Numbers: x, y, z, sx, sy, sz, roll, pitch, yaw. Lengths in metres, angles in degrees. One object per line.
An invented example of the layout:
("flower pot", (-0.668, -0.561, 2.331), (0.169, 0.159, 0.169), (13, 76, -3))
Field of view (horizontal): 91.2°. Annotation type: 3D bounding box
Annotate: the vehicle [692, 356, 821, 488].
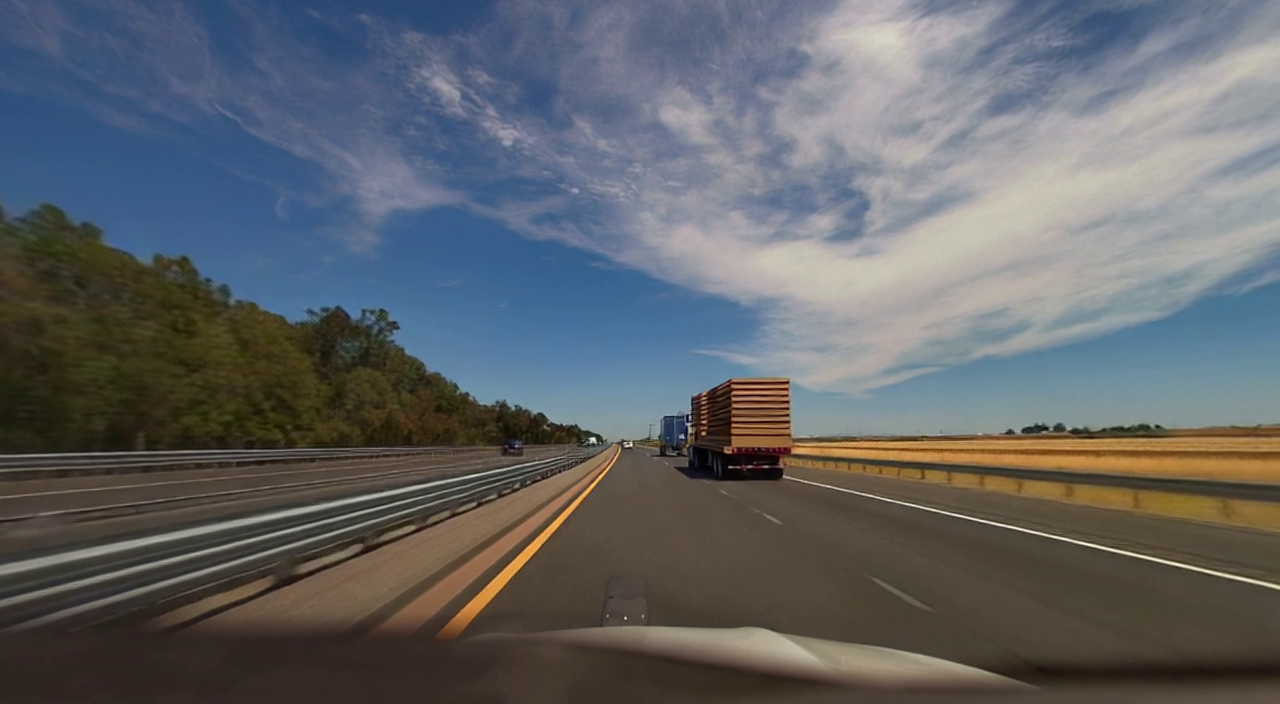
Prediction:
("vehicle", (4.175, 3.107, 26.363), (3.024, 4.065, 13.796), (-1, -8, 1))
